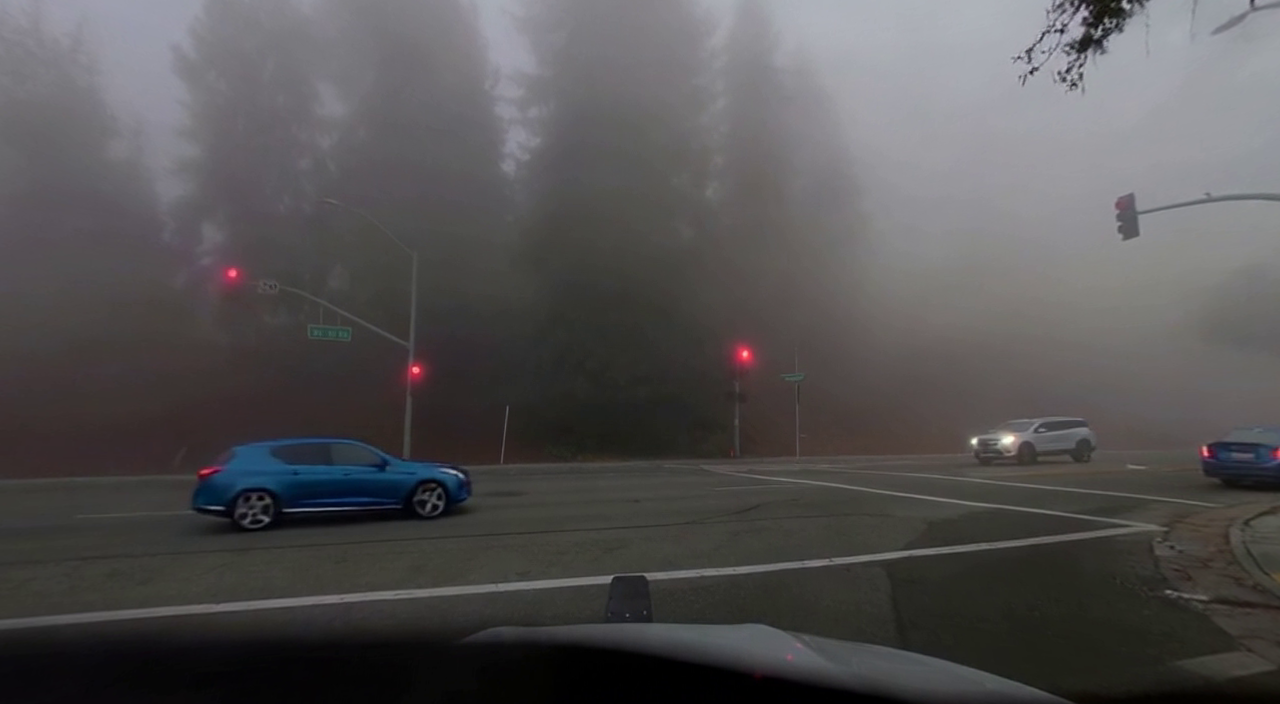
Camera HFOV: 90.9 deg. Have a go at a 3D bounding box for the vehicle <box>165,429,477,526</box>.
[{"bbox_3d":[-5.340,2.164,11.342,4.610,1.476,2.021,2,-9,-14],"label":"vehicle"}]
